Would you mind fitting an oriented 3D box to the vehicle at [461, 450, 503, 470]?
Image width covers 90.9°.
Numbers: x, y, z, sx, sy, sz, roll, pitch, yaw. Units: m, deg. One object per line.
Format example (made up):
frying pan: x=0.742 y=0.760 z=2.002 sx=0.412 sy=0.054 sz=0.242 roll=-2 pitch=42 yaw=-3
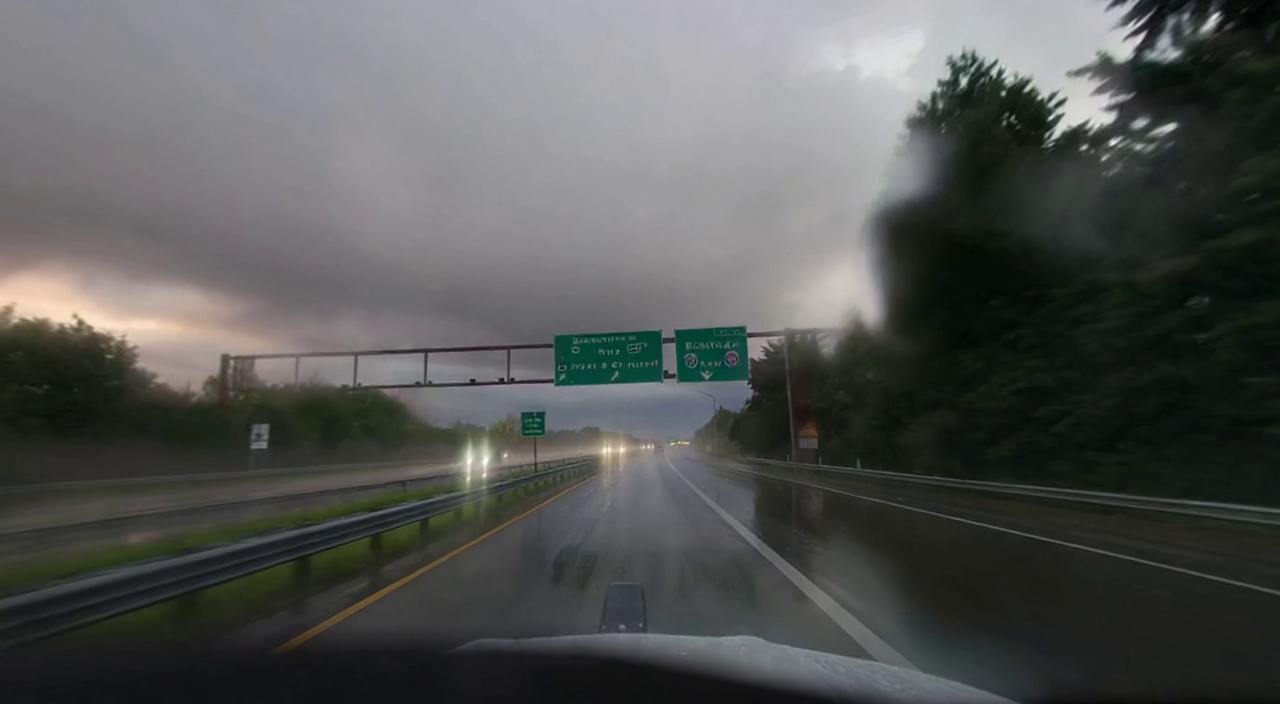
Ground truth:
vehicle: x=-12.256 y=8.398 z=49.152 sx=1.917 sy=1.490 sz=4.582 roll=0 pitch=-9 yaw=2
